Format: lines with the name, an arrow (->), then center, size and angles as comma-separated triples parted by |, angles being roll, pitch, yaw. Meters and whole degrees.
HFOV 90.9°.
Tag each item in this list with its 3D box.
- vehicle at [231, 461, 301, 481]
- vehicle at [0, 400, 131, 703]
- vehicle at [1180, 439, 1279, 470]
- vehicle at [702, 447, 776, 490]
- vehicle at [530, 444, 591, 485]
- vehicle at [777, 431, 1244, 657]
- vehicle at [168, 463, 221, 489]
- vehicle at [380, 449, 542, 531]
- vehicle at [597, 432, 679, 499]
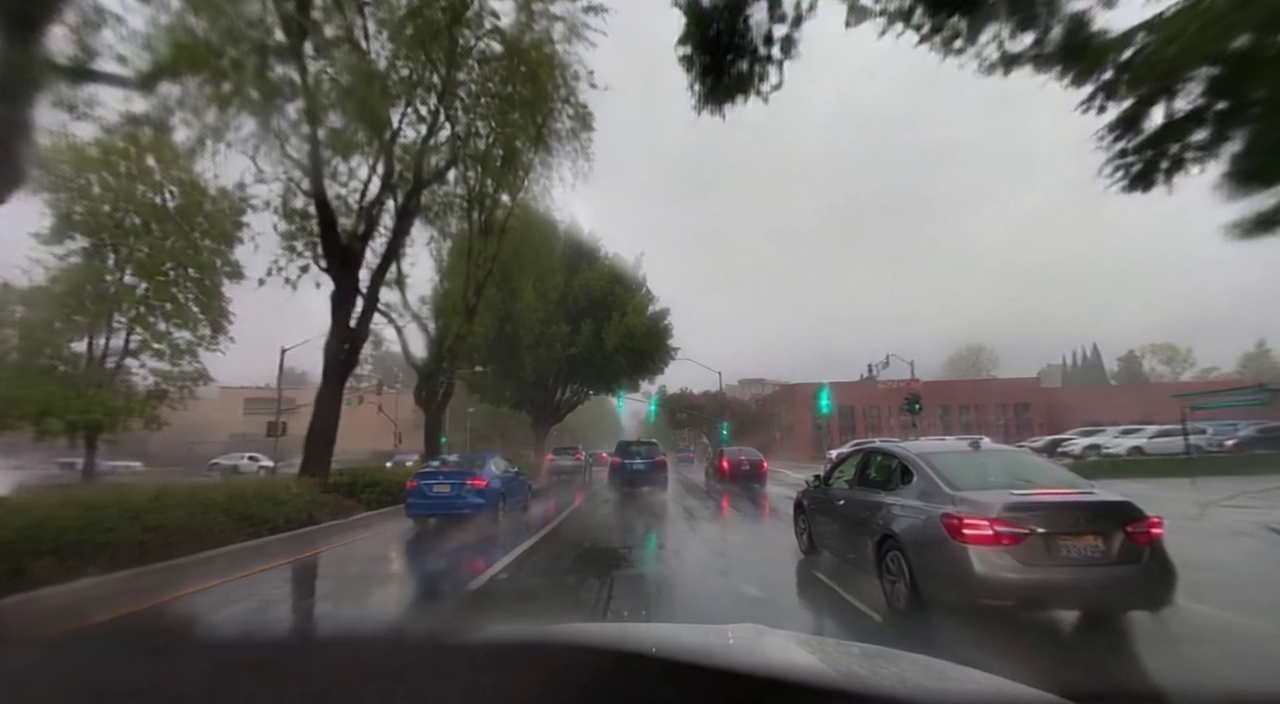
vehicle -> -29.600, 9.371, 49.888 | 4.488, 1.445, 2.098 | -2, -9, 13
vehicle -> -4.112, 0.781, 1.516 | 2.173, 1.536, 4.285 | 0, -8, 0
vehicle -> 33.423, 5.685, 35.092 | 4.534, 1.680, 2.002 | -3, -9, 22
vehicle -> 3.600, 4.329, 23.828 | 2.058, 1.472, 4.317 | 0, -8, -1
vehicle -> -3.464, 4.956, 28.137 | 2.130, 1.645, 3.995 | 0, -8, 1
vehicle -> 2.955, 1.611, 6.505 | 2.052, 1.475, 4.540 | 0, -8, 0
vehicle -> -28.930, 8.002, 40.847 | 4.549, 1.452, 1.921 | -8, -12, 44
vehicle -> -3.417, 2.696, 12.929 | 2.115, 1.369, 3.908 | 0, -8, 1
vehicle -> -0.055, 3.615, 20.515 | 2.361, 1.898, 4.465 | 0, -8, 0
